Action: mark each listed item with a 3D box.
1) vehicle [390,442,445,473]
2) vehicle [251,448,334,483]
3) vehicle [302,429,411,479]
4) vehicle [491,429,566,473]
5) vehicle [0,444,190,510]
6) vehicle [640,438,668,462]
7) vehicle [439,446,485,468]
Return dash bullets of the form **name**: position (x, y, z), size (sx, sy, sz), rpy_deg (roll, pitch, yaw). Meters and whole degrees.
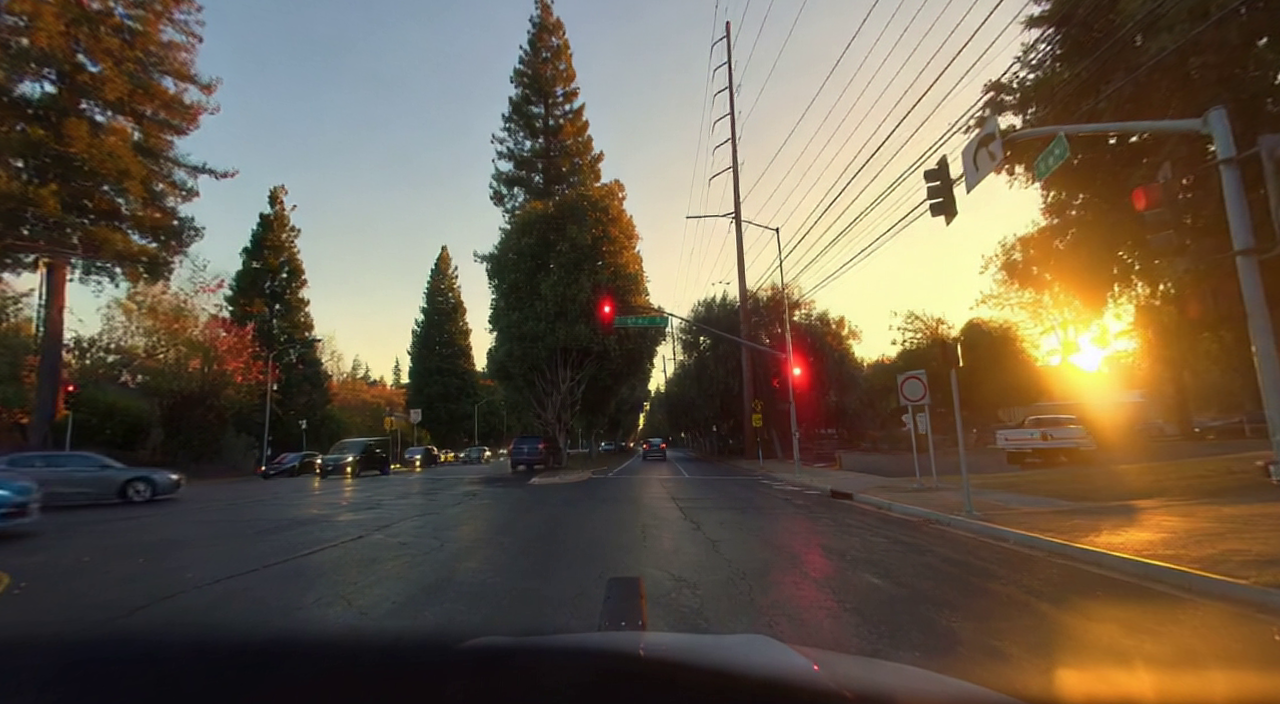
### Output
- **vehicle**: position (-13.233, 6.303, 37.628), size (1.772, 1.647, 4.221), rpy_deg (-4, -9, 0)
- **vehicle**: position (-17.089, 5.605, 31.115), size (1.942, 1.477, 3.957), rpy_deg (-4, -9, -1)
- **vehicle**: position (-13.124, 4.767, 29.622), size (2.350, 2.104, 5.828), rpy_deg (0, -8, 1)
- **vehicle**: position (-5.435, 4.920, 31.298), size (2.175, 1.957, 4.686), rpy_deg (-2, -9, 10)
- **vehicle**: position (-14.337, 3.092, 15.928), size (4.603, 1.482, 1.904), rpy_deg (6, -10, -35)
- **vehicle**: position (1.037, 7.322, 47.152), size (2.010, 1.681, 4.682), rpy_deg (0, -8, 1)
- **vehicle**: position (-12.666, 7.452, 44.899), size (1.841, 1.477, 4.485), rpy_deg (-1, -8, 2)
